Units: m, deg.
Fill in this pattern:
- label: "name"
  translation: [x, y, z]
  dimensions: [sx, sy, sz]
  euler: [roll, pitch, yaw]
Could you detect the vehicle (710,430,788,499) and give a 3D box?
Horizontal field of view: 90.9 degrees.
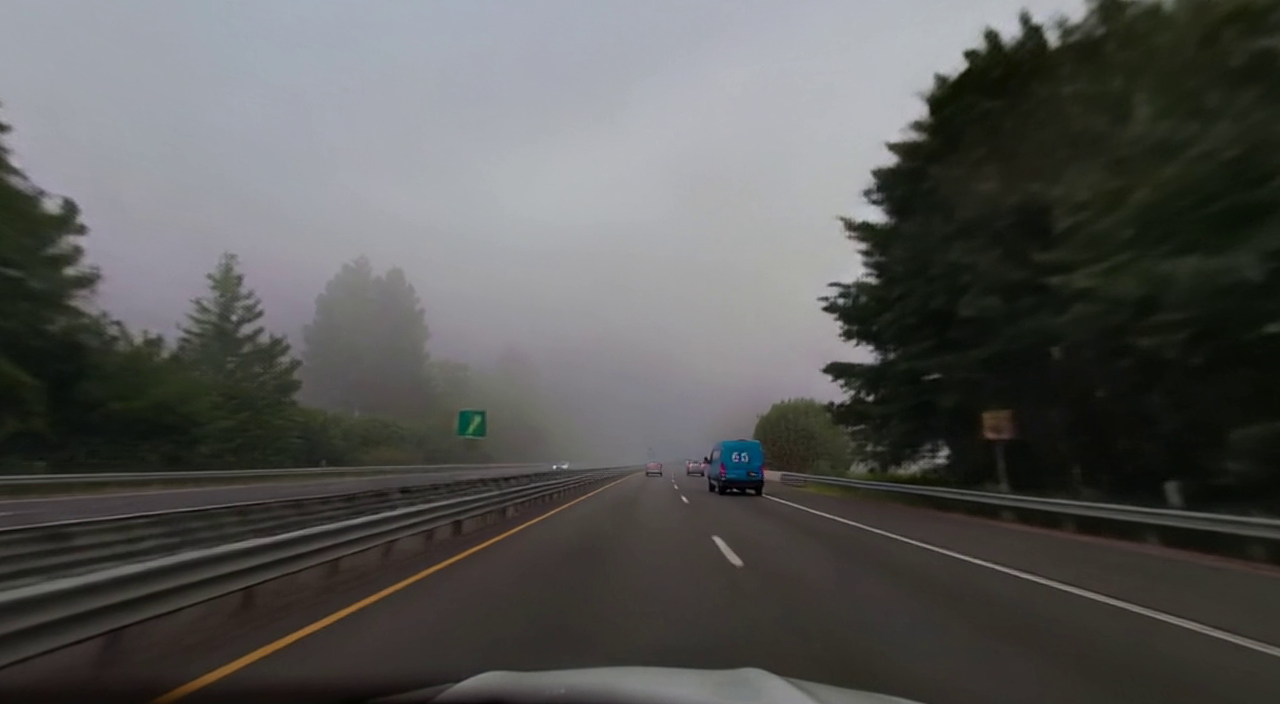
- label: "vehicle"
  translation: [4.537, 4.900, 27.359]
  dimensions: [2.366, 2.595, 5.793]
  euler: [1, -11, 0]
